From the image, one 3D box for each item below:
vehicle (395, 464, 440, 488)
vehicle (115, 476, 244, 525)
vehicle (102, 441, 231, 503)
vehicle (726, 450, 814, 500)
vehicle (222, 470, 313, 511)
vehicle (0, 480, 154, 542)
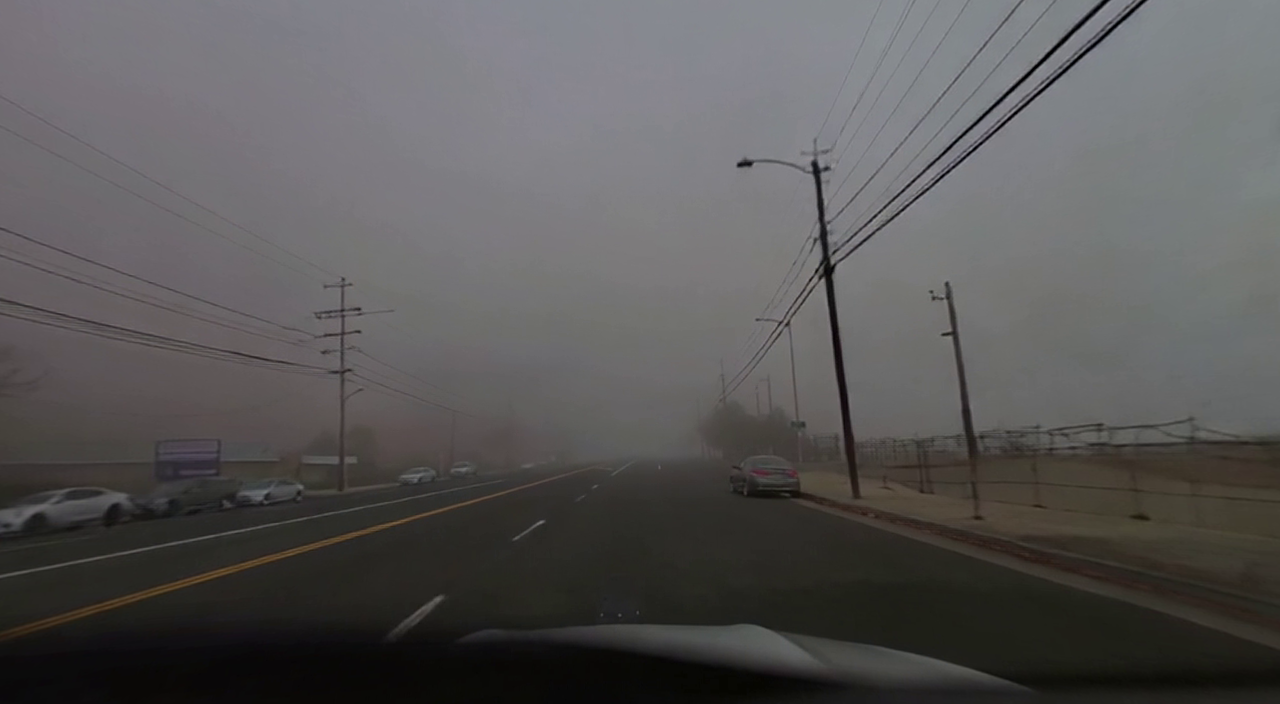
[{"bbox_3d":[-17.436,9.730,49.830,1.931,1.501,4.564,-6,-9,-1],"label":"vehicle"},{"bbox_3d":[-17.666,5.693,24.599,1.845,1.450,4.457,-6,-10,-2],"label":"vehicle"},{"bbox_3d":[-25.105,6.376,33.815,4.857,2.616,2.616,-3,-10,-17],"label":"vehicle"},{"bbox_3d":[4.246,4.099,21.476,2.002,1.459,4.357,0,-9,-1],"label":"vehicle"},{"bbox_3d":[-17.655,6.555,30.200,1.852,1.551,4.276,-6,-10,-1],"label":"vehicle"},{"bbox_3d":[-17.574,4.810,19.323,1.892,1.515,4.622,-6,-11,-1],"label":"vehicle"}]
